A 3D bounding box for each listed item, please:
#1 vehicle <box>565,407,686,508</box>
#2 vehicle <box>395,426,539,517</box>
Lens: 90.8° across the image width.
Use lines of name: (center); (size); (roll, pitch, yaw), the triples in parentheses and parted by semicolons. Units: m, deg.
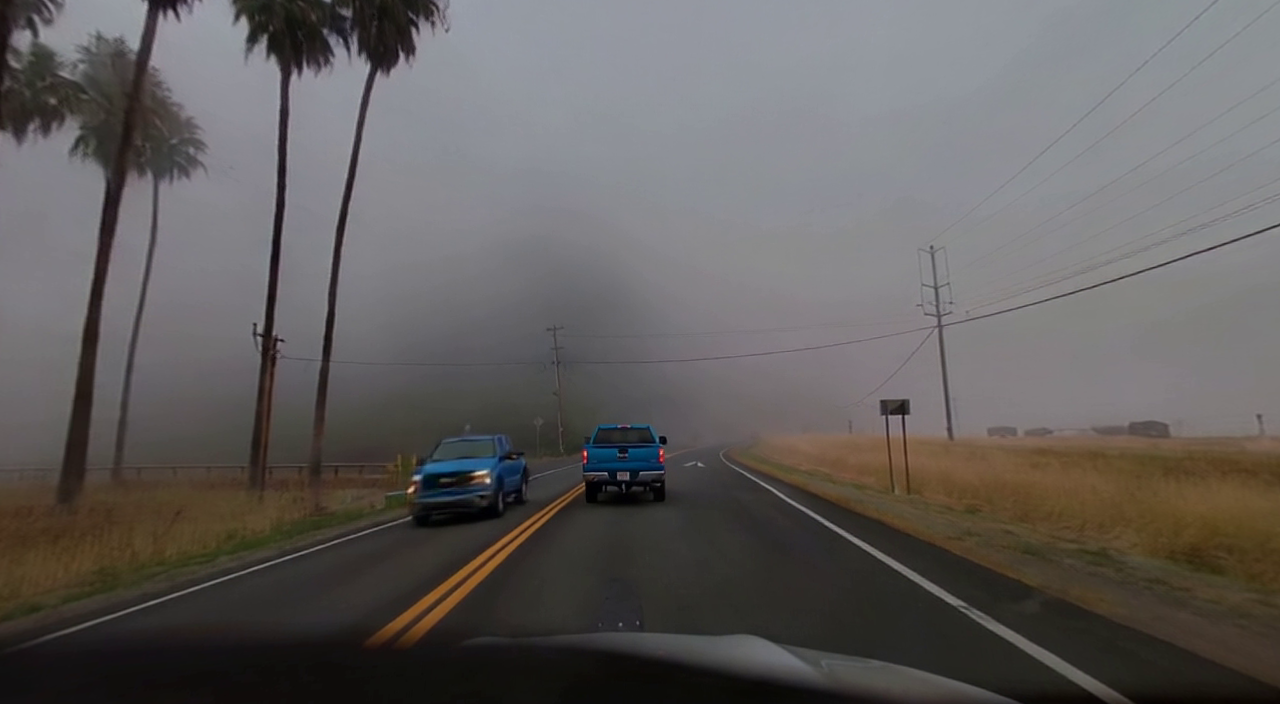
vehicle: (-0.358, 2.792, 17.099); (2.693, 2.223, 5.885); (0, -9, -1)
vehicle: (-4.183, 2.987, 16.330); (2.276, 1.965, 5.009); (0, -9, 0)
